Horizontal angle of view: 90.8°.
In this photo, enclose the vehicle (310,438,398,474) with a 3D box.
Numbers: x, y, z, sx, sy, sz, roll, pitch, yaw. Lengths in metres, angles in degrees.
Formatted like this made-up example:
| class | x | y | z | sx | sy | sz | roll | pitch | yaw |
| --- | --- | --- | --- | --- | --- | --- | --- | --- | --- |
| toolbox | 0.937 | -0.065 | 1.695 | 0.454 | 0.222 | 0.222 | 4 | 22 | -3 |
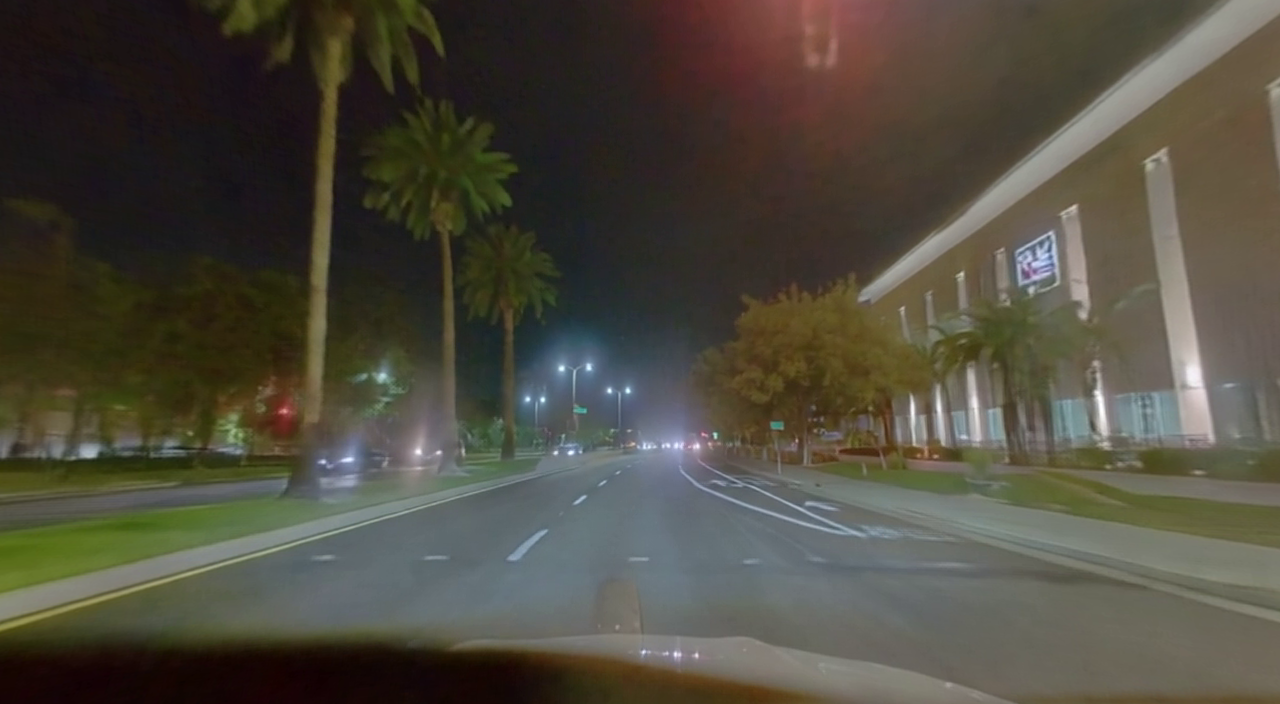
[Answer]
| class | x | y | z | sx | sy | sz | roll | pitch | yaw |
| --- | --- | --- | --- | --- | --- | --- | --- | --- | --- |
| vehicle | -16.501 | 6.050 | 36.892 | 2.211 | 1.924 | 5.789 | 0 | -9 | 3 |
